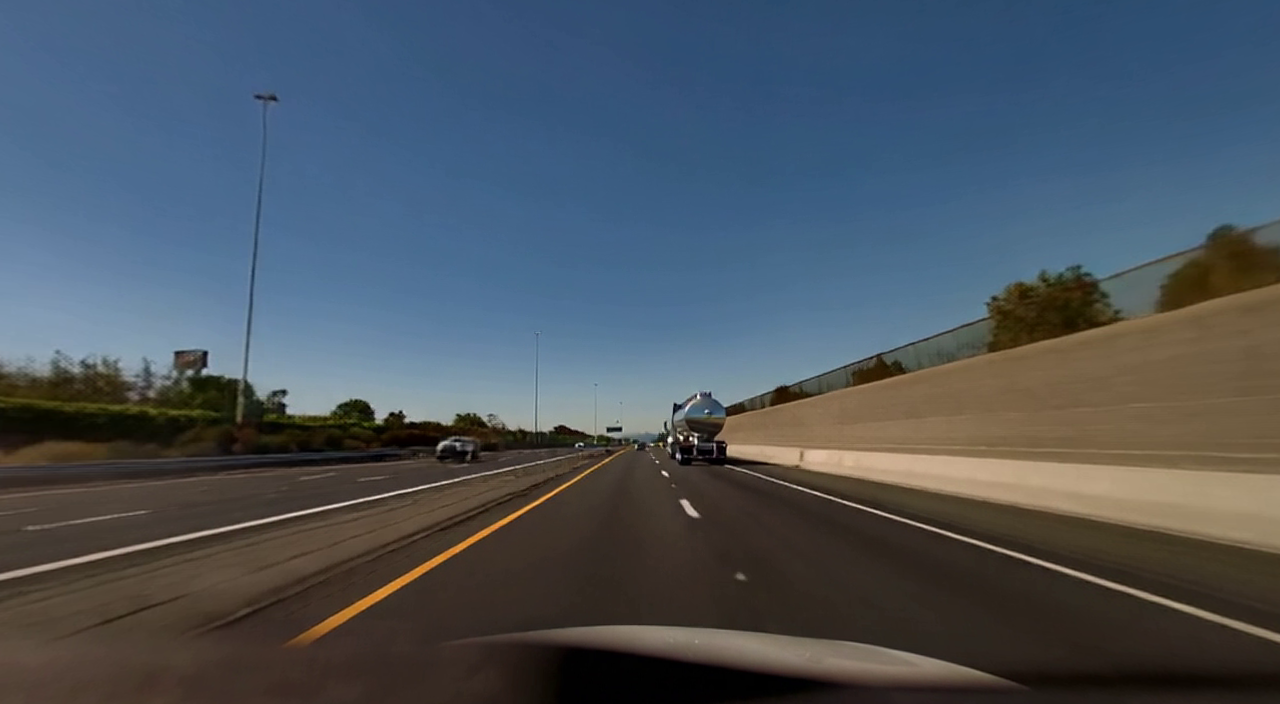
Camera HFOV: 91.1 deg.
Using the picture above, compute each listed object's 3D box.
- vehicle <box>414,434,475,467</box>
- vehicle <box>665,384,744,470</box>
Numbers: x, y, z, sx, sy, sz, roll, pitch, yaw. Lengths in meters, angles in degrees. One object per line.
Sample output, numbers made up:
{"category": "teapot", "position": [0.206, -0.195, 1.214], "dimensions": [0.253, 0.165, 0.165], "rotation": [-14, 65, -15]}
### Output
{"category": "vehicle", "position": [-11.920, 6.024, 38.769], "dimensions": [2.110, 1.862, 4.998], "rotation": [0, -8, 0]}
{"category": "vehicle", "position": [3.049, 4.061, 33.356], "dimensions": [2.946, 3.745, 11.516], "rotation": [0, -8, 0]}
